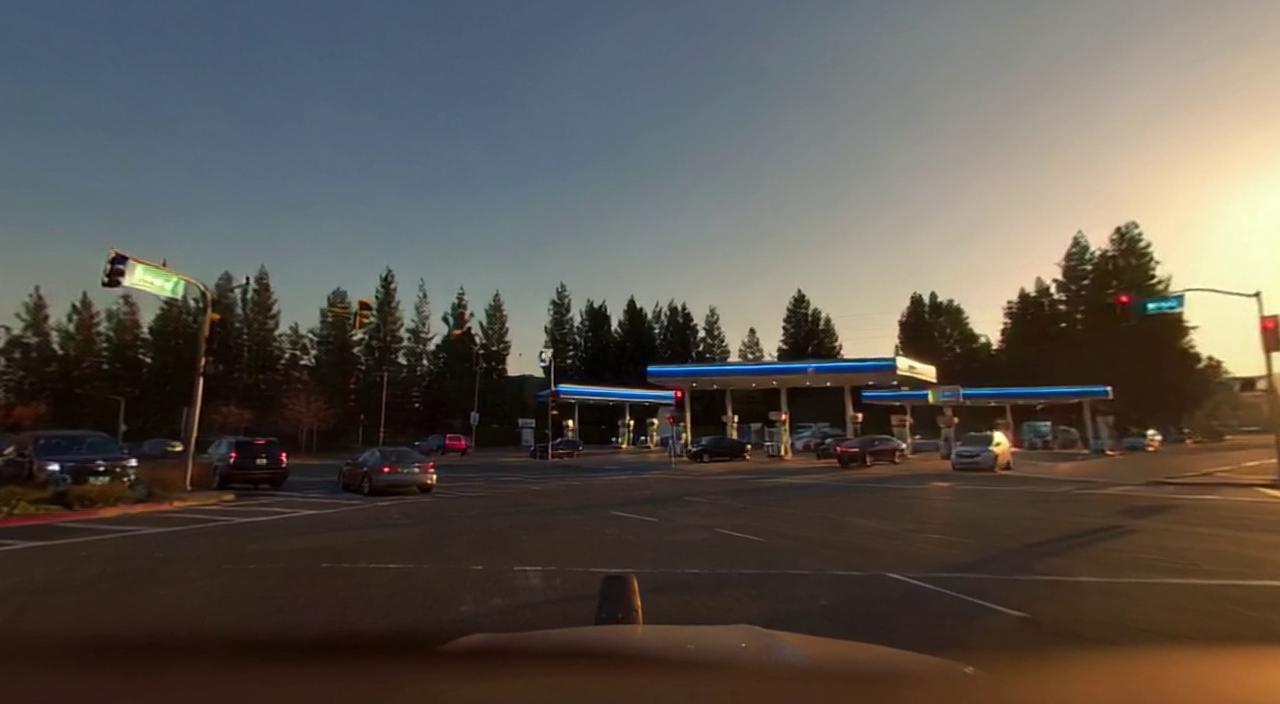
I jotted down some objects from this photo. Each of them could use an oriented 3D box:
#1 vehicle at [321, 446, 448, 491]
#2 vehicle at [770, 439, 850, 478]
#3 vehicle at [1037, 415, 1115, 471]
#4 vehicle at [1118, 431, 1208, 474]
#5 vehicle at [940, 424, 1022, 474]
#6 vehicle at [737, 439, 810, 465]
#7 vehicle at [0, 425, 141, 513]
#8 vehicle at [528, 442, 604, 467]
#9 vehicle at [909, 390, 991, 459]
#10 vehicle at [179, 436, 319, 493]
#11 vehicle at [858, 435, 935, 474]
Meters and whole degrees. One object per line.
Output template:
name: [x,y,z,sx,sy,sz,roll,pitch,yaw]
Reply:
vehicle: [-9.289,4.145,22.890,4.581,1.460,1.965,-6,-10,34]
vehicle: [8.075,4.991,29.720,2.210,1.565,4.588,-9,-12,31]
vehicle: [19.807,4.169,28.895,2.486,2.240,5.933,-6,-10,32]
vehicle: [21.511,4.092,26.177,2.226,1.562,4.422,-6,-9,32]
vehicle: [14.782,4.160,27.156,2.517,1.875,5.774,-6,-10,32]
vehicle: [9.672,7.305,46.145,4.869,1.751,1.930,-8,-12,44]
vehicle: [-15.130,2.972,16.215,4.658,1.911,2.162,-7,-11,34]
vehicle: [-5.168,7.147,44.325,5.020,1.660,1.819,4,-10,-28]
vehicle: [23.785,5.713,47.846,3.322,4.512,13.942,-6,-10,34]
vehicle: [-13.513,3.829,21.775,4.616,1.733,2.351,-6,-11,35]
vehicle: [11.515,4.575,28.189,2.210,1.542,4.501,-8,-11,32]
